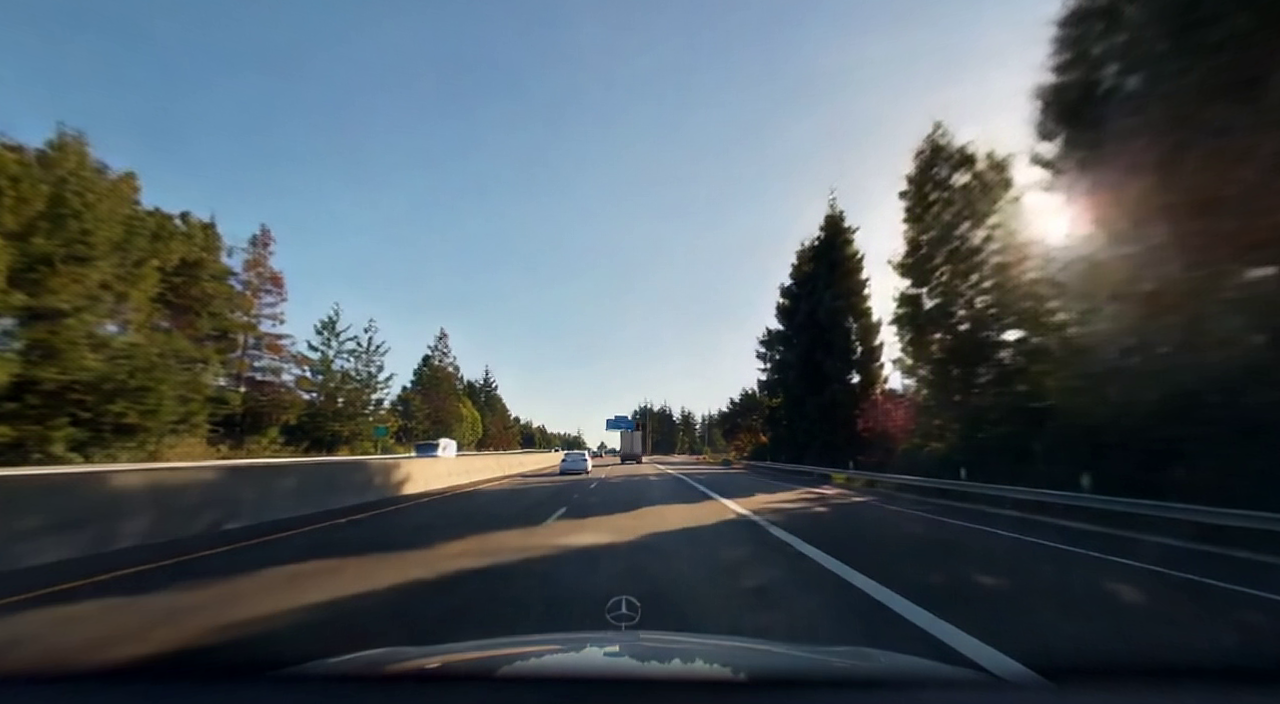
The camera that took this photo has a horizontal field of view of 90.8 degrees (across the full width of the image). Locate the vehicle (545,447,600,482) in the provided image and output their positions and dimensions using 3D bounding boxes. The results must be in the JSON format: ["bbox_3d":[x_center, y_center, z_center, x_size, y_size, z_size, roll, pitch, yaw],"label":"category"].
[{"bbox_3d":[-3.226,5.477,31.067,2.184,1.574,5.004,0,-9,-1],"label":"vehicle"}]
